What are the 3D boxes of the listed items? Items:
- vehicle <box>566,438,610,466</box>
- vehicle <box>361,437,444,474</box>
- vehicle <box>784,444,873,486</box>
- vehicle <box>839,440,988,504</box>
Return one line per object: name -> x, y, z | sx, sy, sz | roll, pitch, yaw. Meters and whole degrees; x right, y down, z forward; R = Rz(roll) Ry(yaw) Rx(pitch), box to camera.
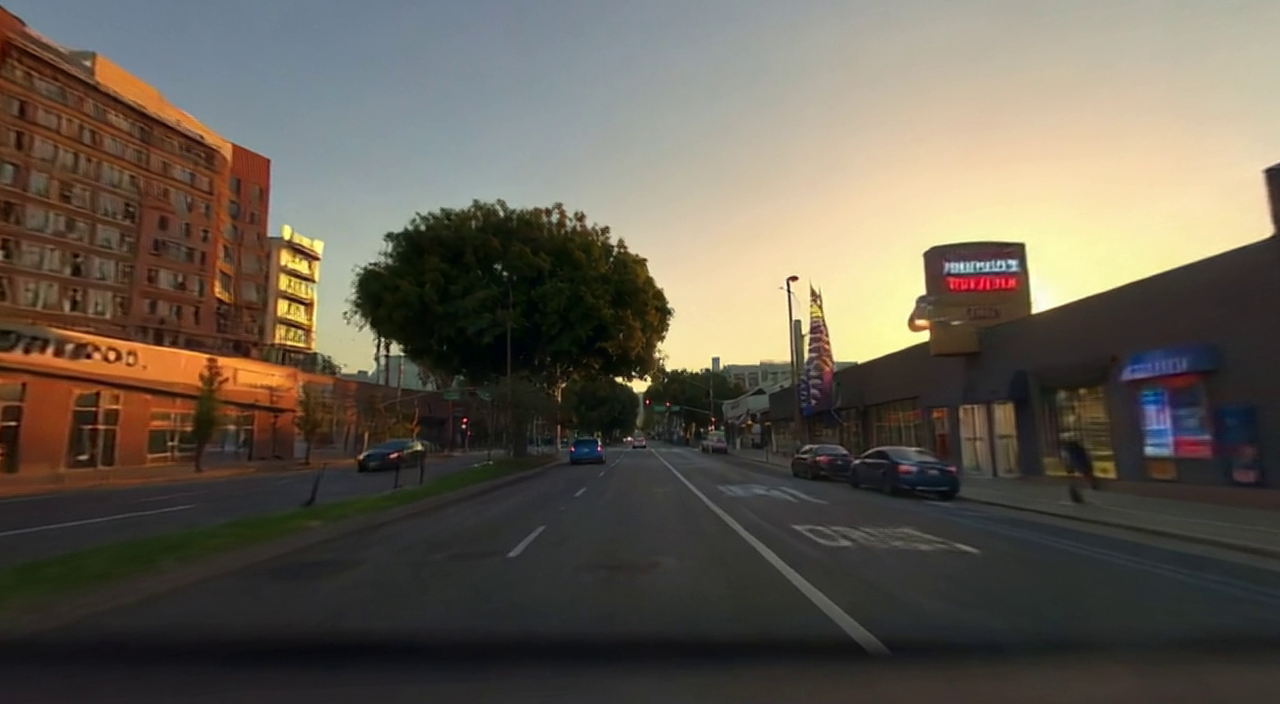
vehicle -> -2.834, 5.571, 35.300 | 2.078, 1.471, 4.217 | 0, -8, 0
vehicle -> -10.441, 4.581, 28.041 | 2.051, 1.492, 4.132 | 0, -8, 0
vehicle -> 7.245, 4.366, 24.699 | 2.009, 1.429, 4.562 | 1, -8, -1
vehicle -> 7.382, 3.256, 17.660 | 1.968, 1.493, 4.878 | 1, -8, 0
